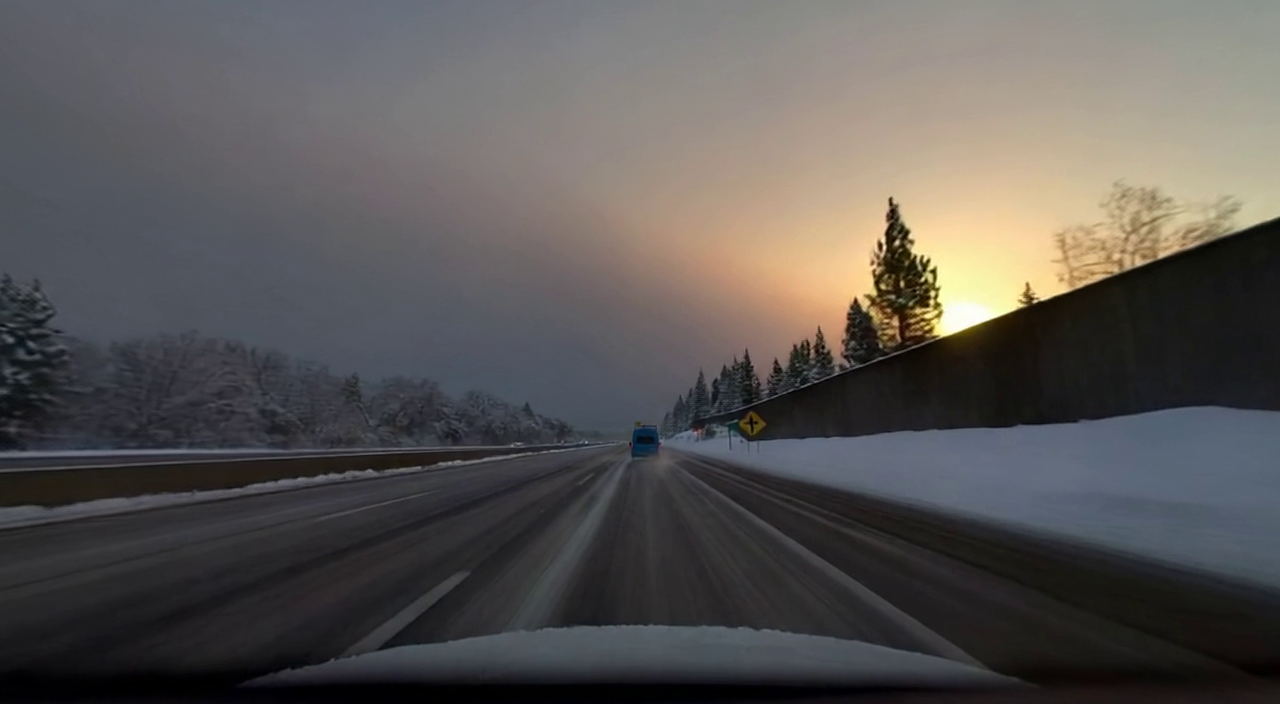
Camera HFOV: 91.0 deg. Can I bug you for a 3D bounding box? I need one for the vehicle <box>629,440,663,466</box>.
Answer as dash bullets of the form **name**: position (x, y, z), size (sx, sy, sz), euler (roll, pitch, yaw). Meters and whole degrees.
- **vehicle**: position (0.351, 6.109, 38.254), size (1.997, 1.484, 3.409), euler (0, -8, 0)
